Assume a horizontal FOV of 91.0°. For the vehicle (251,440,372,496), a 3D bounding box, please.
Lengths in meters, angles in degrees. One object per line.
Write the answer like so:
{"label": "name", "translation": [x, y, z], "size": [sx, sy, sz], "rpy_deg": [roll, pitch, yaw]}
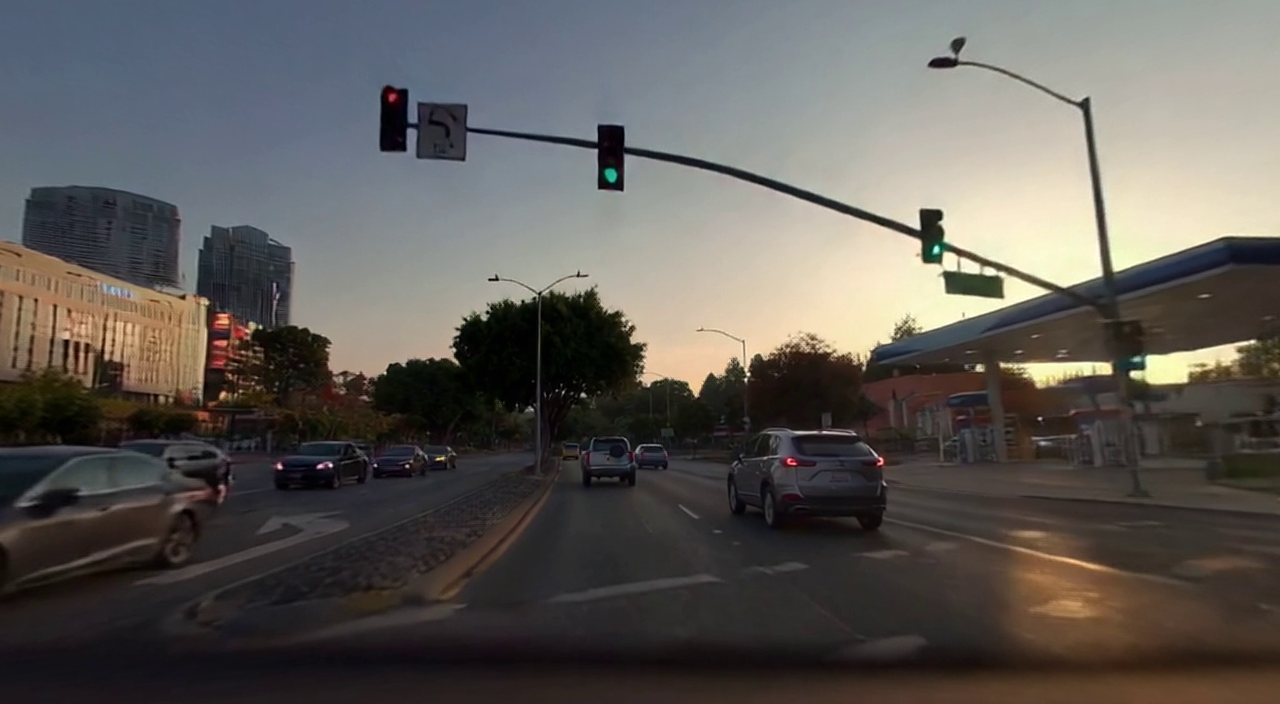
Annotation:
{"label": "vehicle", "translation": [-10.277, 3.616, 20.077], "size": [1.943, 1.575, 3.927], "rpy_deg": [0, -8, -4]}

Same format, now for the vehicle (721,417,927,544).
{"label": "vehicle", "translation": [2.834, 2.091, 10.901], "size": [2.000, 1.745, 4.206], "rpy_deg": [1, -8, -5]}

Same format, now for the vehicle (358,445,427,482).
{"label": "vehicle", "translation": [-10.322, 4.633, 26.490], "size": [1.665, 1.442, 3.720], "rpy_deg": [1, -8, -5]}

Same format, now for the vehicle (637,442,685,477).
{"label": "vehicle", "translation": [0.982, 5.310, 31.414], "size": [1.800, 1.592, 3.658], "rpy_deg": [1, -8, -8]}

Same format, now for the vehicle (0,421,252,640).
{"label": "vehicle", "translation": [-5.521, 1.385, 5.337], "size": [1.987, 1.505, 4.337], "rpy_deg": [1, -8, -5]}

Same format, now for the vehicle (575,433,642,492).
{"label": "vehicle", "translation": [-1.182, 3.729, 21.630], "size": [2.051, 1.798, 4.168], "rpy_deg": [1, -8, -6]}

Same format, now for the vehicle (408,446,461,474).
{"label": "vehicle", "translation": [-11.437, 6.006, 35.315], "size": [1.872, 1.439, 4.507], "rpy_deg": [1, -8, -5]}
